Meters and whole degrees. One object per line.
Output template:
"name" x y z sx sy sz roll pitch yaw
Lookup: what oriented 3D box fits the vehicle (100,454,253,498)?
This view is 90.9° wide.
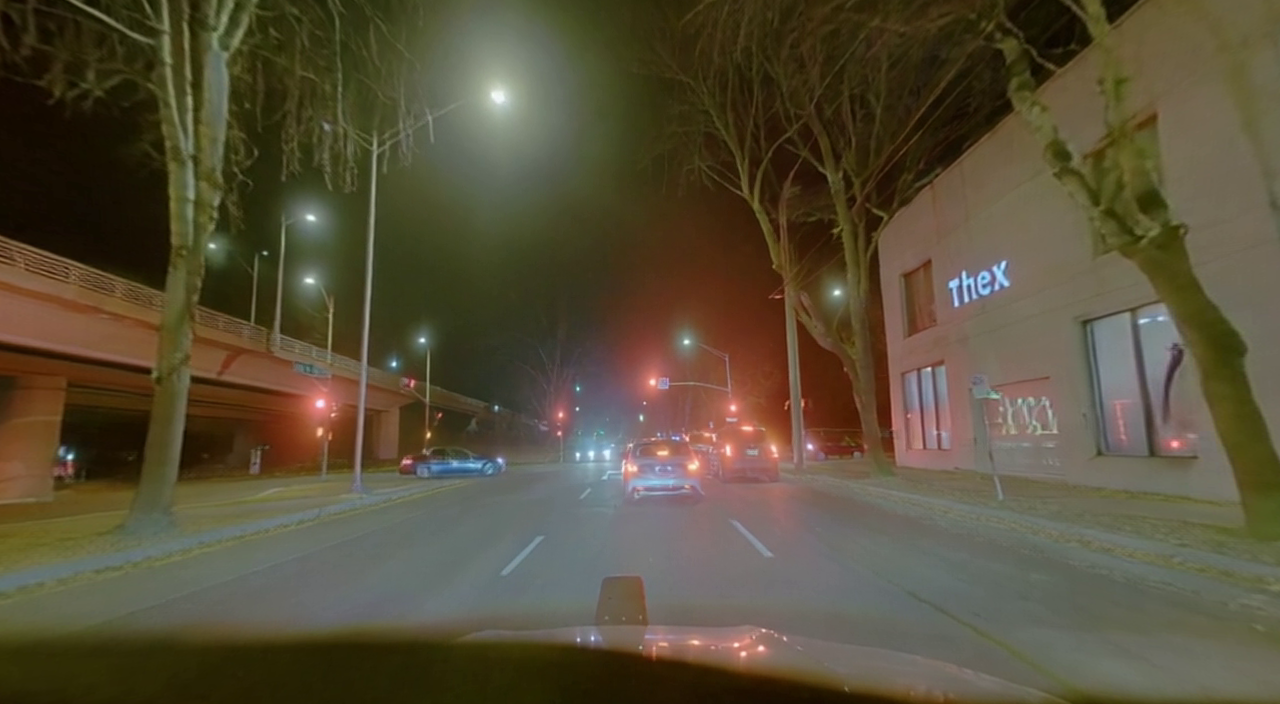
"vehicle" -17.777 4.705 24.404 1.873 1.462 4.283 -6 -10 32

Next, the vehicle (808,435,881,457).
"vehicle" 14.498 6.680 44.790 4.498 1.439 1.842 0 -8 -1

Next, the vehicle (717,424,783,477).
"vehicle" 4.453 4.087 26.267 2.080 1.999 4.379 0 -8 2

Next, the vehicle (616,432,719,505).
"vehicle" 0.581 2.697 15.018 2.101 1.467 4.210 0 -8 1

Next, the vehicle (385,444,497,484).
"vehicle" -8.968 5.044 28.798 1.832 1.611 4.546 -7 -11 40
